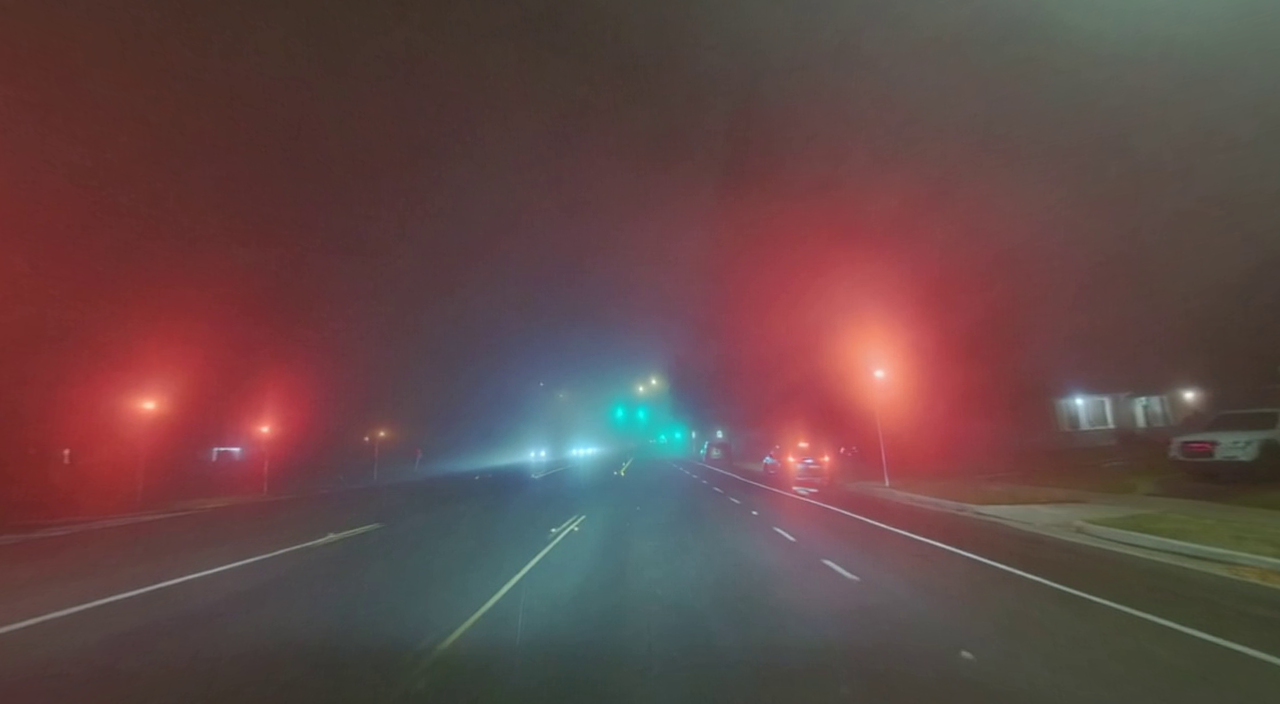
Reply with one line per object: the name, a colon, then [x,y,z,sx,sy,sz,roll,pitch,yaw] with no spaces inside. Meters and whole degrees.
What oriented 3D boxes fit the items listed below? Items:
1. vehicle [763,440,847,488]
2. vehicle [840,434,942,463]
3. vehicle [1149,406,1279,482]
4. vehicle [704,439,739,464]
vehicle: [5.760,3.947,22.595,1.855,1.520,4.808,0,-8,2]
vehicle: [12.911,4.977,32.566,4.461,1.461,1.805,0,-8,-1]
vehicle: [14.480,2.096,14.469,3.769,1.598,1.987,0,-8,0]
vehicle: [6.064,7.482,47.509,2.026,1.754,4.565,0,-8,0]
